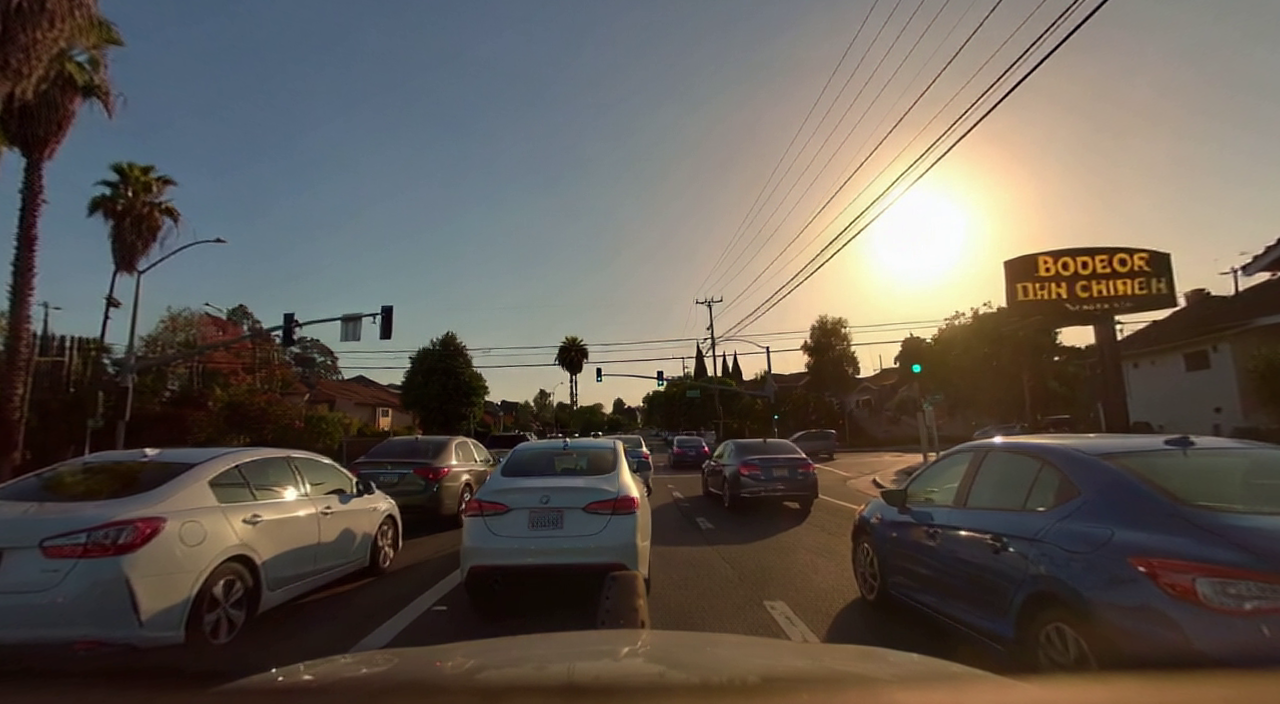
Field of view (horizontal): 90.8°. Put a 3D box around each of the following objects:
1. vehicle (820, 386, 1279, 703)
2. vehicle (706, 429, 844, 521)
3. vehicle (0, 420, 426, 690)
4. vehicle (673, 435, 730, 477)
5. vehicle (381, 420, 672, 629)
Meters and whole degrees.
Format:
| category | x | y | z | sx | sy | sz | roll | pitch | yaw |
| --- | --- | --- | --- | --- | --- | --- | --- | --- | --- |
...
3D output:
| category | x | y | z | sx | sy | sz | roll | pitch | yaw |
| --- | --- | --- | --- | --- | --- | --- | --- | --- | --- |
| vehicle | 2.773 | 1.140 | 3.847 | 2.014 | 1.464 | 4.312 | 0 | -9 | -1 |
| vehicle | 2.634 | 2.512 | 13.435 | 1.956 | 1.615 | 4.205 | 0 | -9 | -1 |
| vehicle | -3.662 | 1.459 | 5.779 | 2.058 | 1.474 | 4.473 | 0 | -9 | -3 |
| vehicle | 2.688 | 4.687 | 28.647 | 2.063 | 1.750 | 4.410 | 0 | -9 | -1 |
| vehicle | -0.866 | 1.547 | 6.588 | 2.104 | 1.500 | 3.815 | 0 | -9 | -1 |
